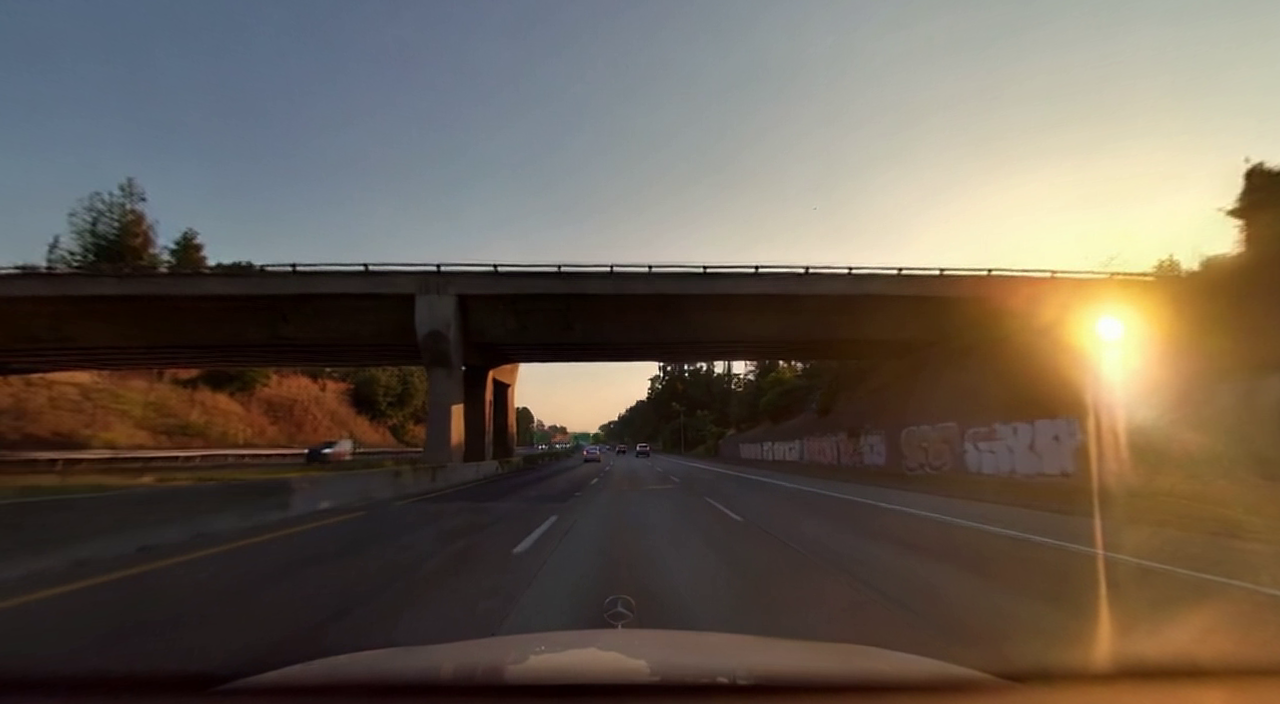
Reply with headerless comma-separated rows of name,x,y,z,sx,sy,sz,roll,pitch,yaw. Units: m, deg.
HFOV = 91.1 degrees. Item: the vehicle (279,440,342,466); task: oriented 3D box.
vehicle,-19.984,6.146,38.324,1.743,1.458,3.911,0,-9,-1
